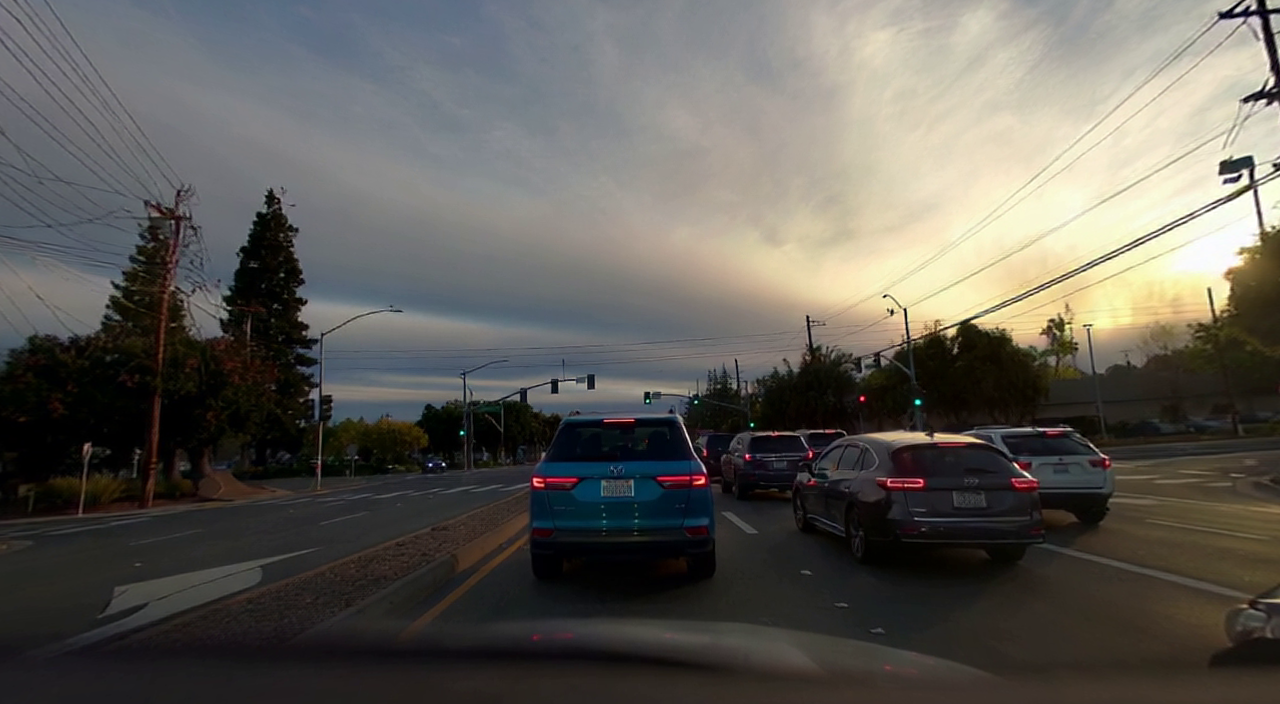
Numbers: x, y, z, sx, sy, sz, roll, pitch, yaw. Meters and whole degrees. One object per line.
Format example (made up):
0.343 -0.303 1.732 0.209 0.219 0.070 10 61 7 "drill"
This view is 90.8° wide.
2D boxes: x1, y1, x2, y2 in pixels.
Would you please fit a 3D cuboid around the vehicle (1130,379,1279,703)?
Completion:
3.276 0.632 0.759 1.889 1.517 4.308 0 -9 0 "vehicle"

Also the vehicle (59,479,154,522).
-26.327 7.330 31.159 4.526 1.715 1.989 -11 -13 29 "vehicle"

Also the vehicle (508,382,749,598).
-0.137 1.603 8.095 2.231 1.998 4.254 0 -9 -1 "vehicle"

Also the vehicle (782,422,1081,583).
3.420 1.838 8.577 1.880 1.579 4.401 0 -9 -1 "vehicle"
